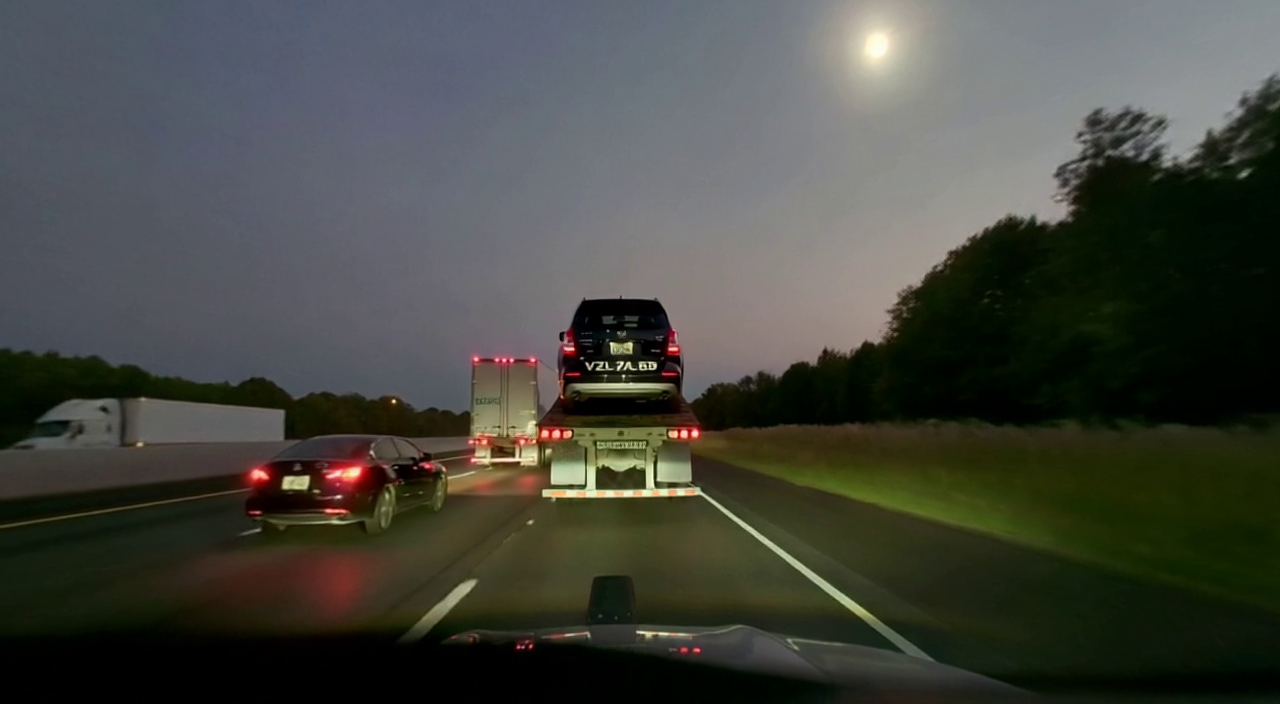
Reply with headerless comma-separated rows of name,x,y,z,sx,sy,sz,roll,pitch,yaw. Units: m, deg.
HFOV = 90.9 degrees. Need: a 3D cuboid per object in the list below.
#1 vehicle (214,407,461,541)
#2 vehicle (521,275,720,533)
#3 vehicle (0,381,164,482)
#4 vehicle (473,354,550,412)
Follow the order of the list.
vehicle,-4.440,1.823,10.177,1.914,1.675,4.331,0,-7,-1
vehicle,-0.421,1.287,13.492,2.738,3.628,9.223,0,-7,-2
vehicle,-24.846,3.444,27.230,2.977,3.792,7.060,0,-8,-1
vehicle,-4.694,1.273,23.716,2.118,1.799,4.591,0,-7,-3
